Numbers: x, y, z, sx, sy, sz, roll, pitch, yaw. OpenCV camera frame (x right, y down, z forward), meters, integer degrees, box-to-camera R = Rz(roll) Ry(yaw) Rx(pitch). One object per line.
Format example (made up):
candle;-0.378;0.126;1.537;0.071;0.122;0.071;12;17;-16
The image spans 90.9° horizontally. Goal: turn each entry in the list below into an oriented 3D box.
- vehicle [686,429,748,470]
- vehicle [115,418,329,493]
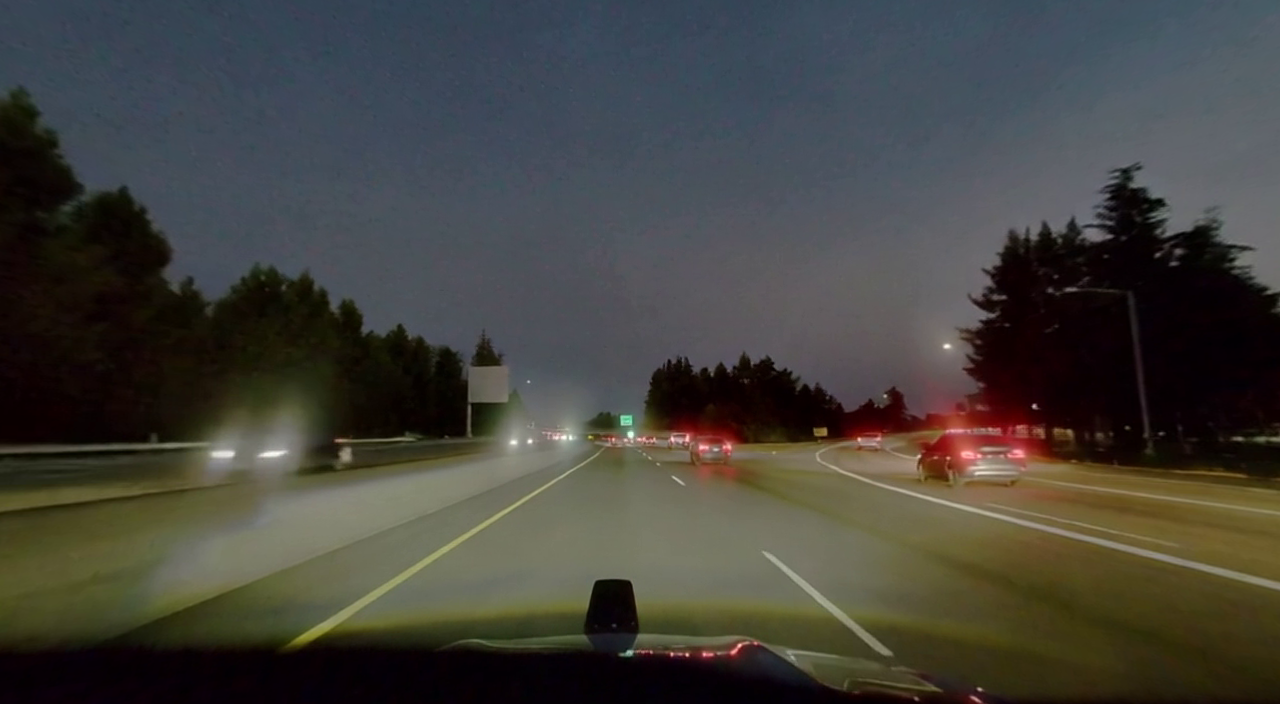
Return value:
vehicle;3.135;4.050;26.433;1.938;1.578;3.764;0;-8;-3
vehicle;-9.127;2.281;14.335;1.972;1.443;4.342;0;-8;-2
